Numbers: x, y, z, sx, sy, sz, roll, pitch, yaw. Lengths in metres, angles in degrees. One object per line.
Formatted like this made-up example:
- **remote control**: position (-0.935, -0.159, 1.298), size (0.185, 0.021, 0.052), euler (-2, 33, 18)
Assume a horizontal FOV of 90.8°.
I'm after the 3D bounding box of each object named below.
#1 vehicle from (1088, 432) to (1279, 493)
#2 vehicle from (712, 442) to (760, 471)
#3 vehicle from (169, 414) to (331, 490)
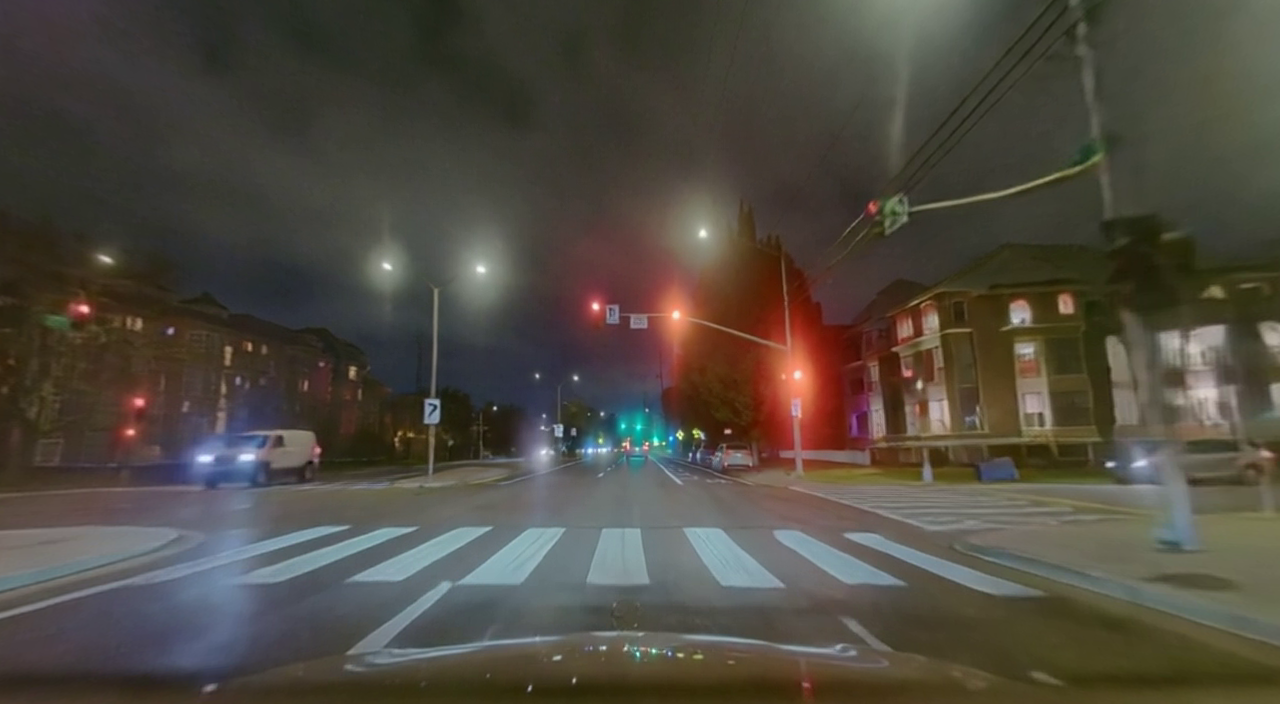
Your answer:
- **vehicle**: position (16.895, 3.373, 19.558), size (4.561, 1.723, 2.030), euler (0, -8, -5)
- **vehicle**: position (5.611, 6.133, 37.454), size (2.066, 1.552, 4.799), euler (0, -8, -1)
- **vehicle**: position (-16.629, 4.335, 27.666), size (2.620, 2.901, 6.931), euler (0, -8, 0)
